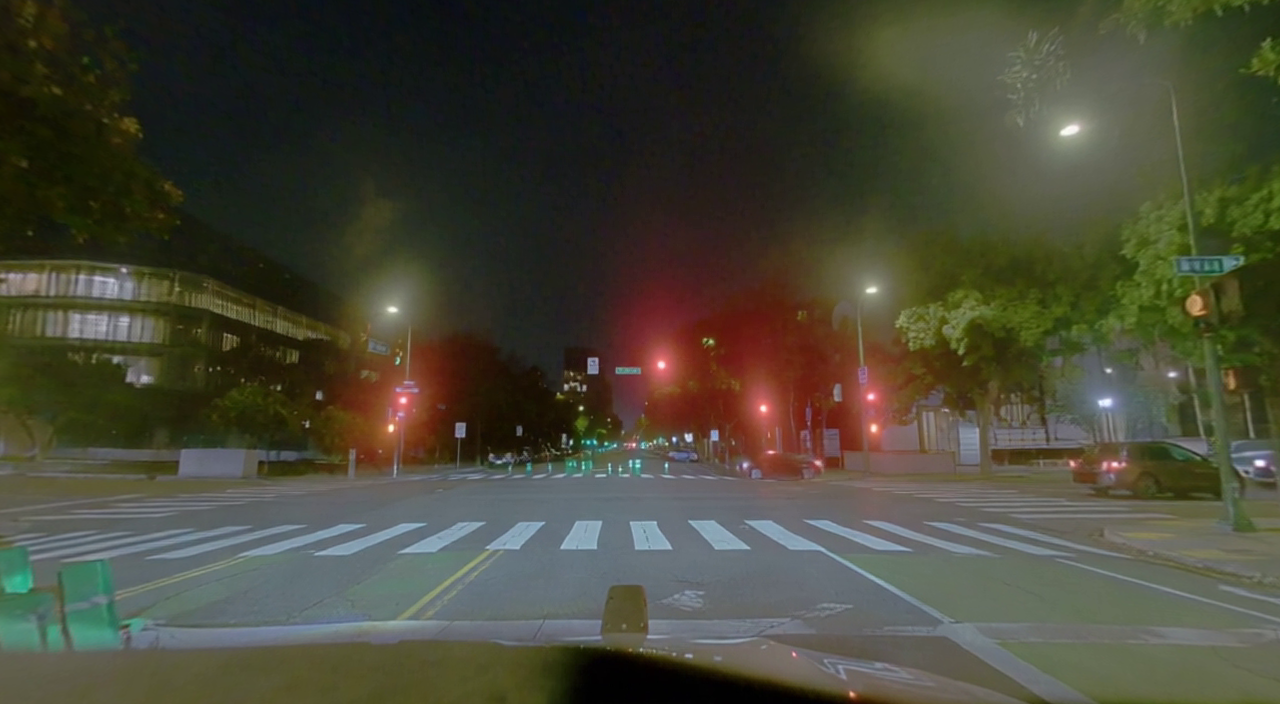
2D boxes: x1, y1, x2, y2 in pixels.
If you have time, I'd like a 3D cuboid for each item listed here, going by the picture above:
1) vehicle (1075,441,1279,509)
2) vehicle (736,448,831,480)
[{"bbox_3d":[12.997,2.787,14.556,4.424,1.436,1.804,-1,-8,5],"label":"vehicle"},{"bbox_3d":[7.367,5.725,32.475,4.368,1.522,1.972,-5,-9,27],"label":"vehicle"}]
